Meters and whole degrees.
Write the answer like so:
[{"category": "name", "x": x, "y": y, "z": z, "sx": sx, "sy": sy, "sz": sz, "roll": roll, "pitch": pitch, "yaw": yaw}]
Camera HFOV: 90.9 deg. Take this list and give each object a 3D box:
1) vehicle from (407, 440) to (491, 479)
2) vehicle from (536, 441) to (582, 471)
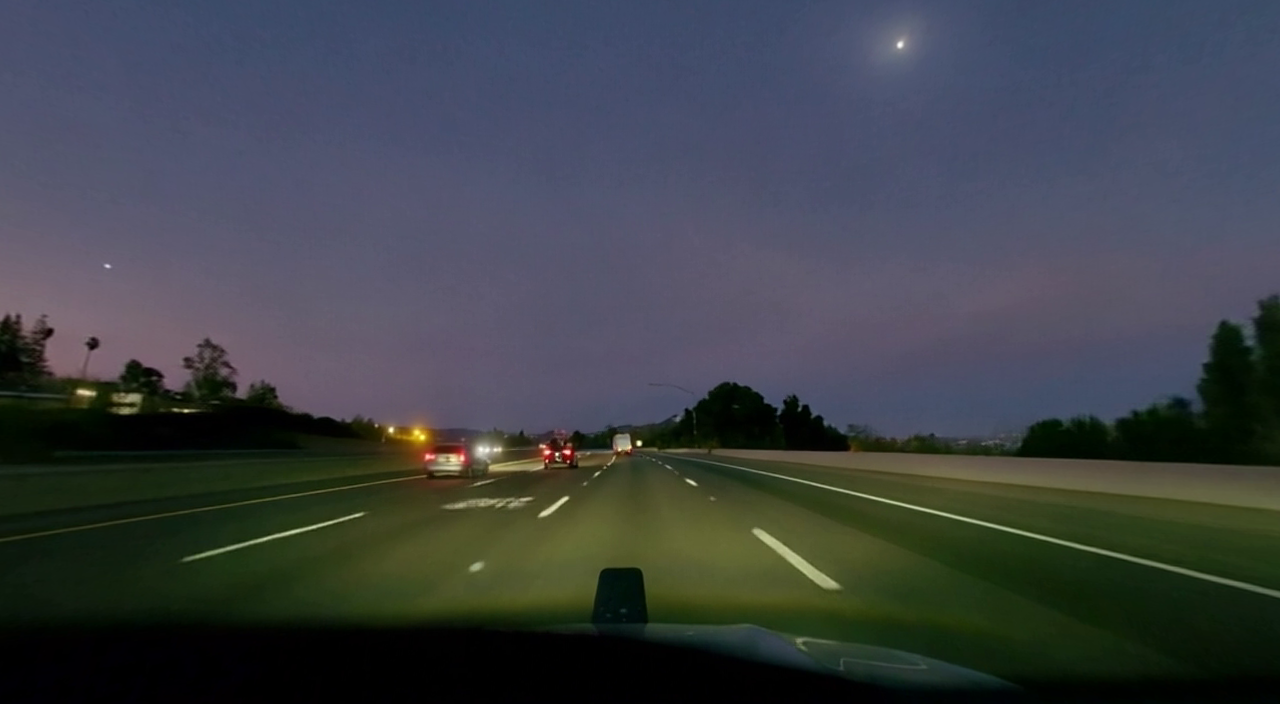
[{"category": "vehicle", "x": -7.767, "y": 4.403, "z": 26.143, "sx": 2.038, "sy": 1.463, "sz": 4.656, "roll": 0, "pitch": -8, "yaw": 0}, {"category": "vehicle", "x": -4.163, "y": 5.420, "z": 32.996, "sx": 1.936, "sy": 1.465, "sz": 4.060, "roll": 0, "pitch": -8, "yaw": 0}]
